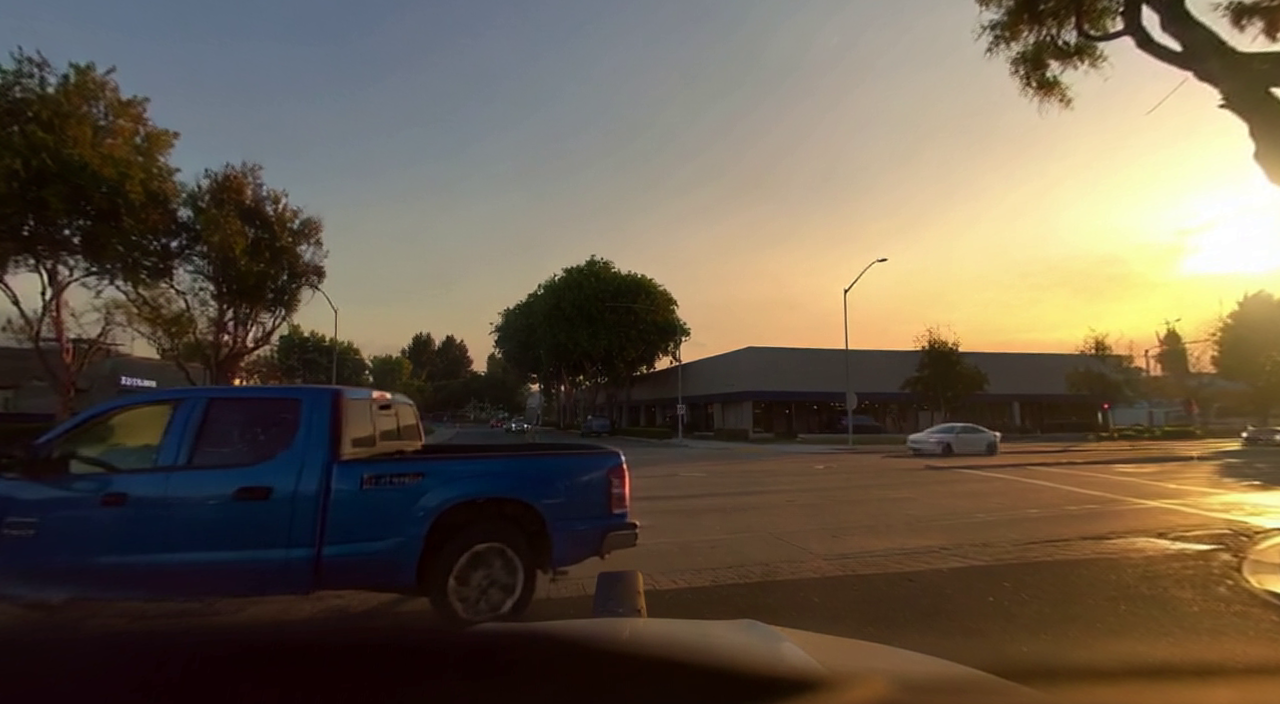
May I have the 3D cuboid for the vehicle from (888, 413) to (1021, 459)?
[{"bbox_3d":[13.800,3.716,27.536,5.333,1.837,2.124,3,-9,-22],"label":"vehicle"}]

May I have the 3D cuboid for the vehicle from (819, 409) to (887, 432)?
[{"bbox_3d":[15.150,4.932,44.643,4.674,1.483,1.745,4,-9,-26],"label":"vehicle"}]
